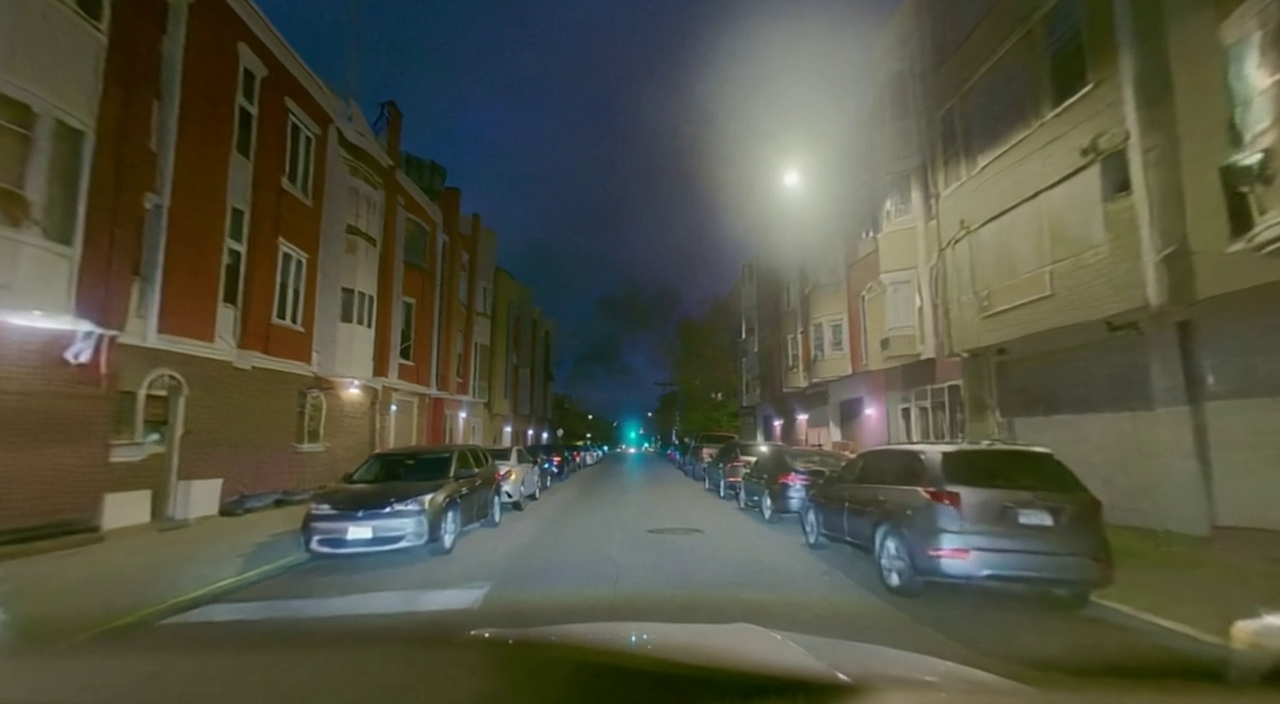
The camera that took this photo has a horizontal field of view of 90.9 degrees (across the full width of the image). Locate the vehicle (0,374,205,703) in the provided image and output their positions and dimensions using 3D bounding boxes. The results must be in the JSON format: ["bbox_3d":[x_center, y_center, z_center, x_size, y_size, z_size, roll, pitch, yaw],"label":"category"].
[{"bbox_3d":[-3.220,0.801,1.026,2.175,1.710,4.000,-2,-9,-1],"label":"vehicle"}]

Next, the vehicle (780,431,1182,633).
[{"bbox_3d":[3.285,1.755,7.413,1.968,1.595,4.543,1,-8,-4],"label":"vehicle"}]

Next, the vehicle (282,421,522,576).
[{"bbox_3d":[-3.281,1.991,9.791,2.081,1.679,4.506,-3,-6,-1],"label":"vehicle"}]

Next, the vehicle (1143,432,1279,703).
[{"bbox_3d":[3.516,0.878,0.859,1.904,1.476,4.480,3,-8,-2],"label":"vehicle"}]
